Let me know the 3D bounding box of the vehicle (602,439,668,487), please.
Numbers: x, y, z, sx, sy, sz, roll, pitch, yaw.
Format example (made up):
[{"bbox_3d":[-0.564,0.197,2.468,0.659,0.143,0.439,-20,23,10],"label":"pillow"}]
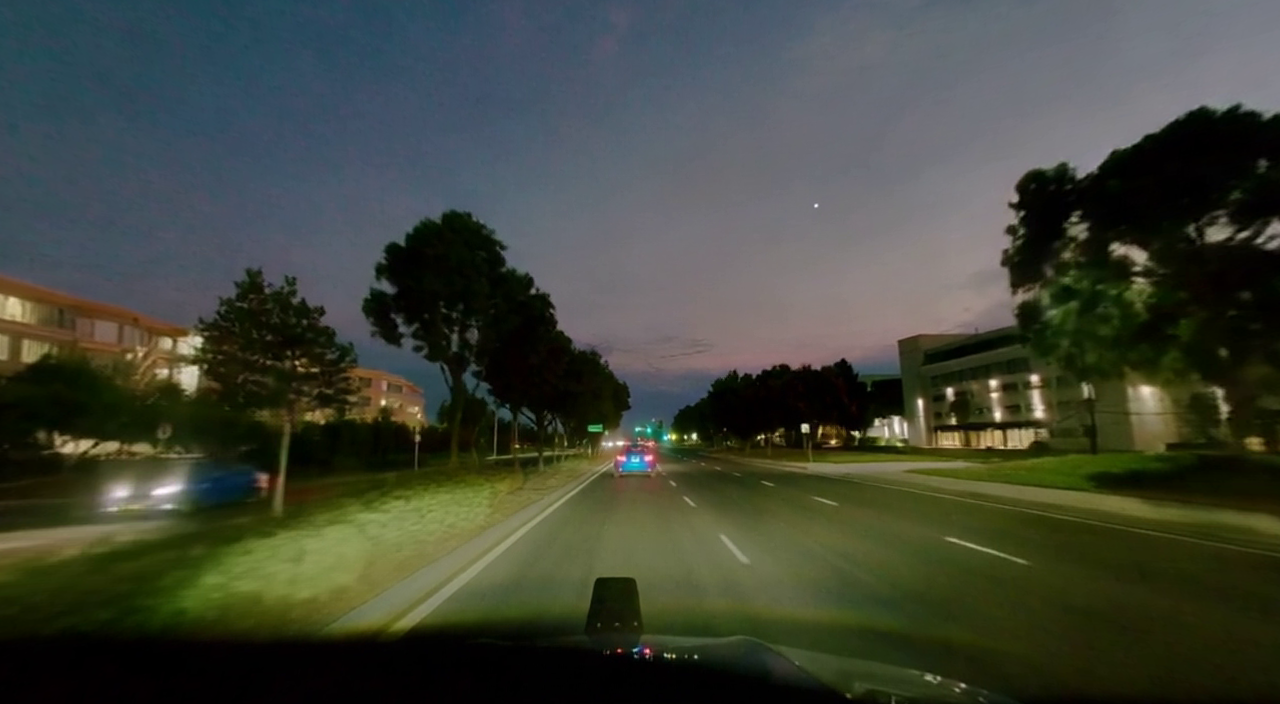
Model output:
[{"bbox_3d":[-0.169,3.819,22.082,2.042,1.479,4.601,0,-8,0],"label":"vehicle"}]

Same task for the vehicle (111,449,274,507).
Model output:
[{"bbox_3d":[-14.722,4.121,21.202,2.019,1.681,4.548,-1,-8,2],"label":"vehicle"}]
